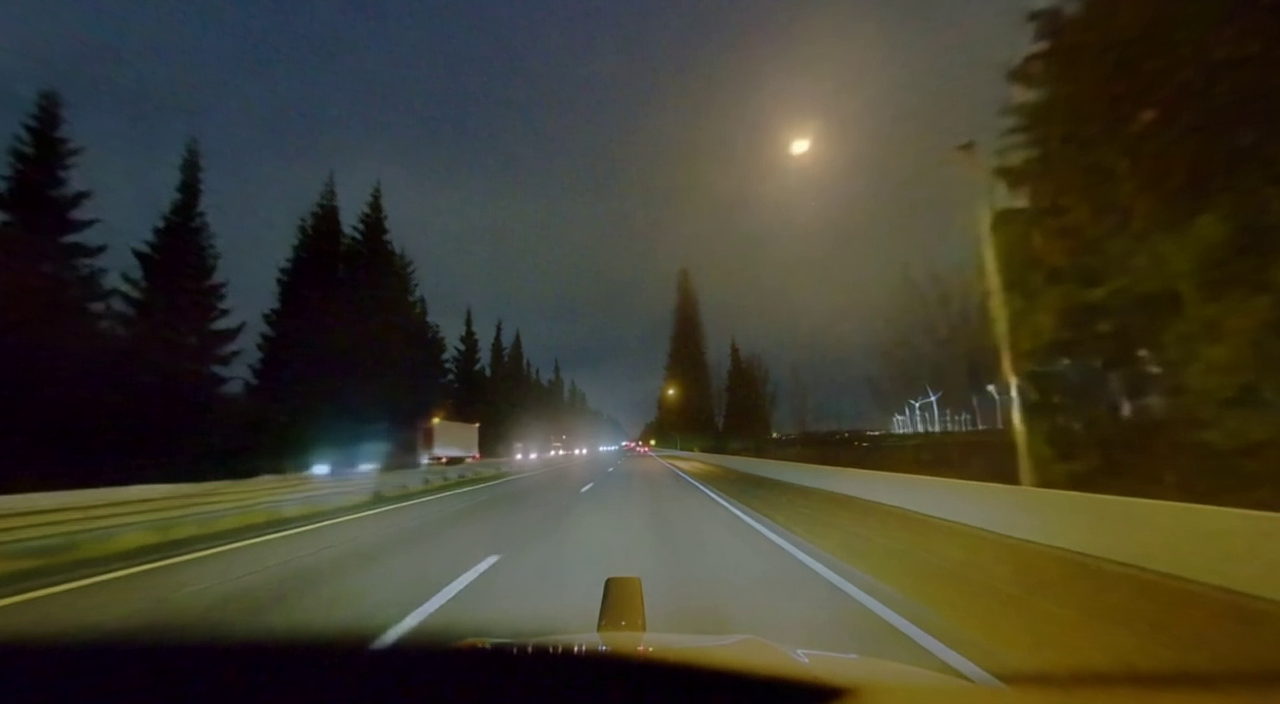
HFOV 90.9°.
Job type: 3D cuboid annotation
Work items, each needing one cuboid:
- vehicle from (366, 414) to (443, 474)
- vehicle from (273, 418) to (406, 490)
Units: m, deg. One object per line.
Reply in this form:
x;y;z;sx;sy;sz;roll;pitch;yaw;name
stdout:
-16.505;6.556;44.716;3.031;3.931;6.017;0;-9;0;vehicle
-12.745;4.433;27.499;2.231;2.700;6.933;-1;-9;1;vehicle
